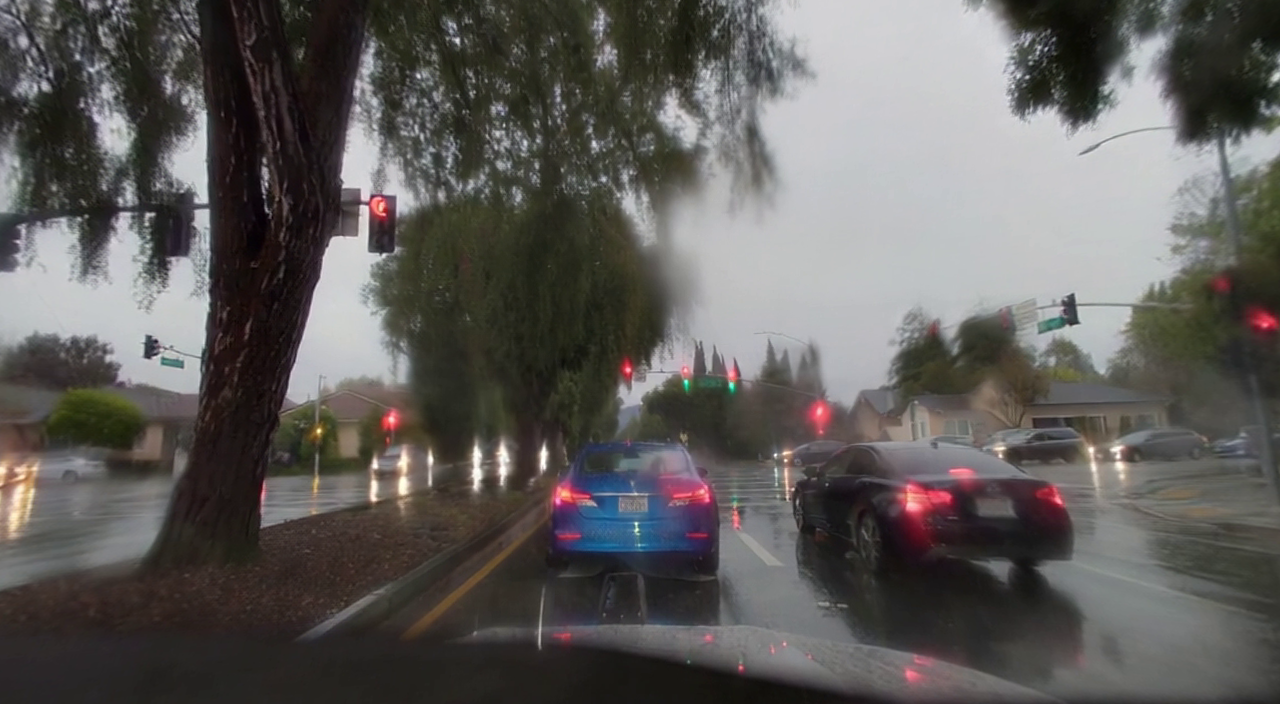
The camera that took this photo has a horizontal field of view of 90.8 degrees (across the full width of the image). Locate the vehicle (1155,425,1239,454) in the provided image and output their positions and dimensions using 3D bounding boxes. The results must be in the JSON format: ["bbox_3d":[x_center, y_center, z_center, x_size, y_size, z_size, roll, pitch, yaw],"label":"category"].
[{"bbox_3d":[41.705,6.583,47.352,4.388,2.079,1.960,0,-8,-2],"label":"vehicle"}]

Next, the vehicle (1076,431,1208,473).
[{"bbox_3d":[23.995,4.777,30.311,4.520,1.762,2.005,-2,-8,-1],"label":"vehicle"}]

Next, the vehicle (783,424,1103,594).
[{"bbox_3d":[3.183,1.714,7.770,1.913,1.505,4.097,0,-8,0],"label":"vehicle"}]

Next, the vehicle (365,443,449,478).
[{"bbox_3d":[-11.273,5.271,31.029,2.102,1.531,5.072,0,-8,2],"label":"vehicle"}]

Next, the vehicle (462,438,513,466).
[{"bbox_3d":[-10.941,7.232,45.765,2.376,1.916,4.899,0,-8,1],"label":"vehicle"}]

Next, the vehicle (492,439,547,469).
[{"bbox_3d":[-7.433,6.342,39.472,2.383,1.779,4.973,0,-8,1],"label":"vehicle"}]

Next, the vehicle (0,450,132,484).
[{"bbox_3d":[-28.121,5.611,31.049,4.538,1.591,1.949,0,-8,1],"label":"vehicle"}]

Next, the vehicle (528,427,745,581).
[{"bbox_3d":[-0.054,1.783,8.248,2.103,1.478,4.073,0,-8,-1],"label":"vehicle"}]
